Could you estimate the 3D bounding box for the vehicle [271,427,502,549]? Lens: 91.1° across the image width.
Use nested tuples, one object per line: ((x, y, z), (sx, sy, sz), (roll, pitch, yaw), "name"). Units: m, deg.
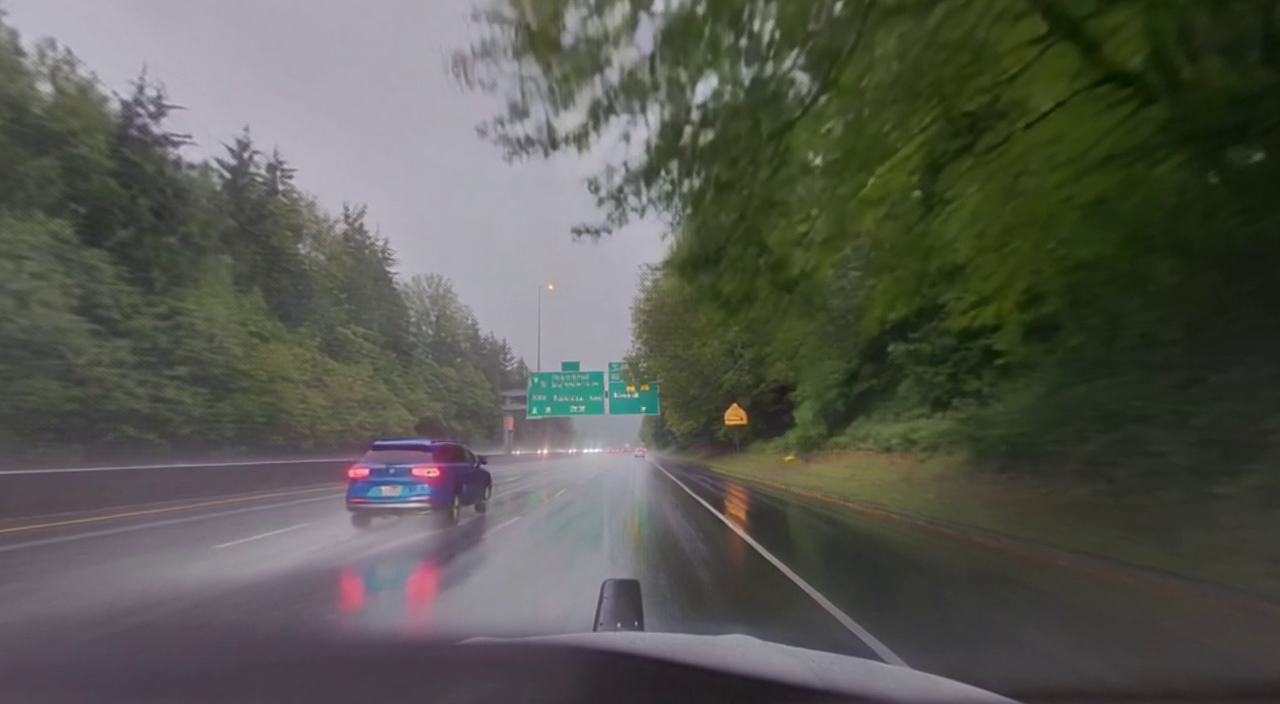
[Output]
((-3.925, 2.193, 10.743), (2.104, 1.626, 4.283), (-1, -9, 1), "vehicle")
